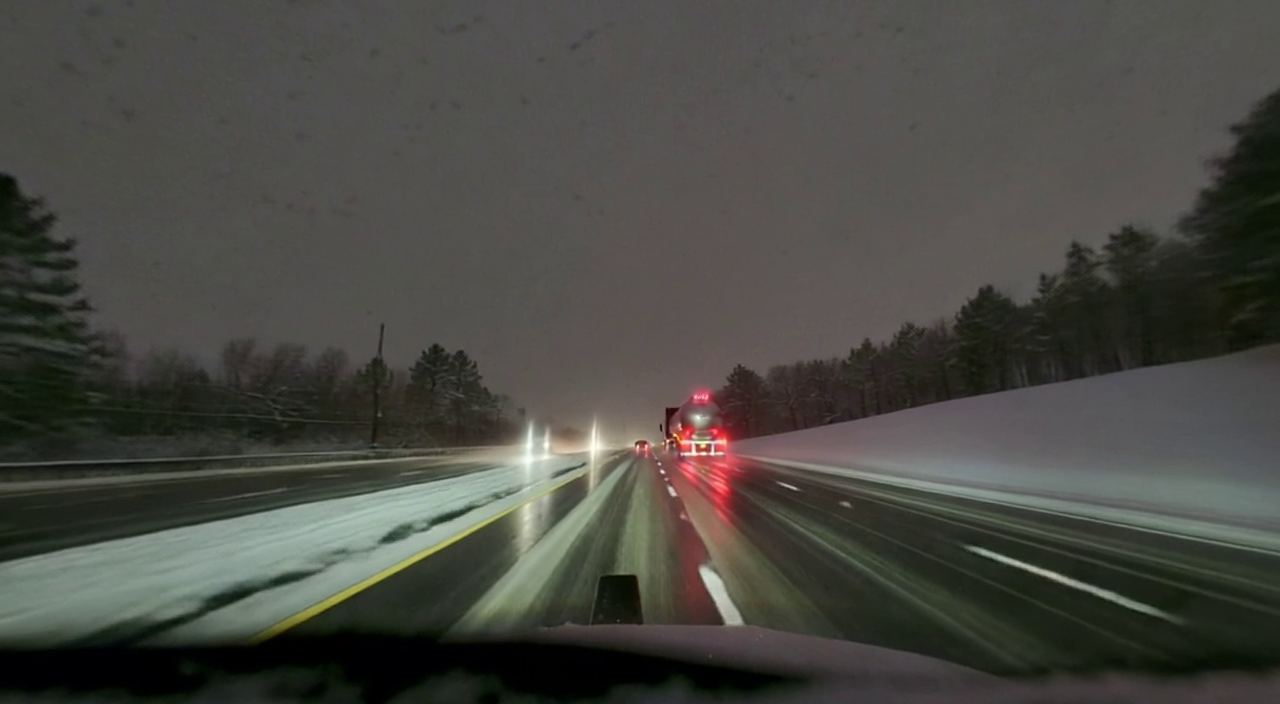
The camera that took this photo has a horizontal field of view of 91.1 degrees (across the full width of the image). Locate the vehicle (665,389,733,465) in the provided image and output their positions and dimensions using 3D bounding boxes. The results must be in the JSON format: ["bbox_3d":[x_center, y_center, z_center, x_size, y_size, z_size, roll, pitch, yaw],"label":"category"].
[{"bbox_3d":[3.153,4.455,36.805,2.946,3.745,11.516,0,-8,0],"label":"vehicle"}]
